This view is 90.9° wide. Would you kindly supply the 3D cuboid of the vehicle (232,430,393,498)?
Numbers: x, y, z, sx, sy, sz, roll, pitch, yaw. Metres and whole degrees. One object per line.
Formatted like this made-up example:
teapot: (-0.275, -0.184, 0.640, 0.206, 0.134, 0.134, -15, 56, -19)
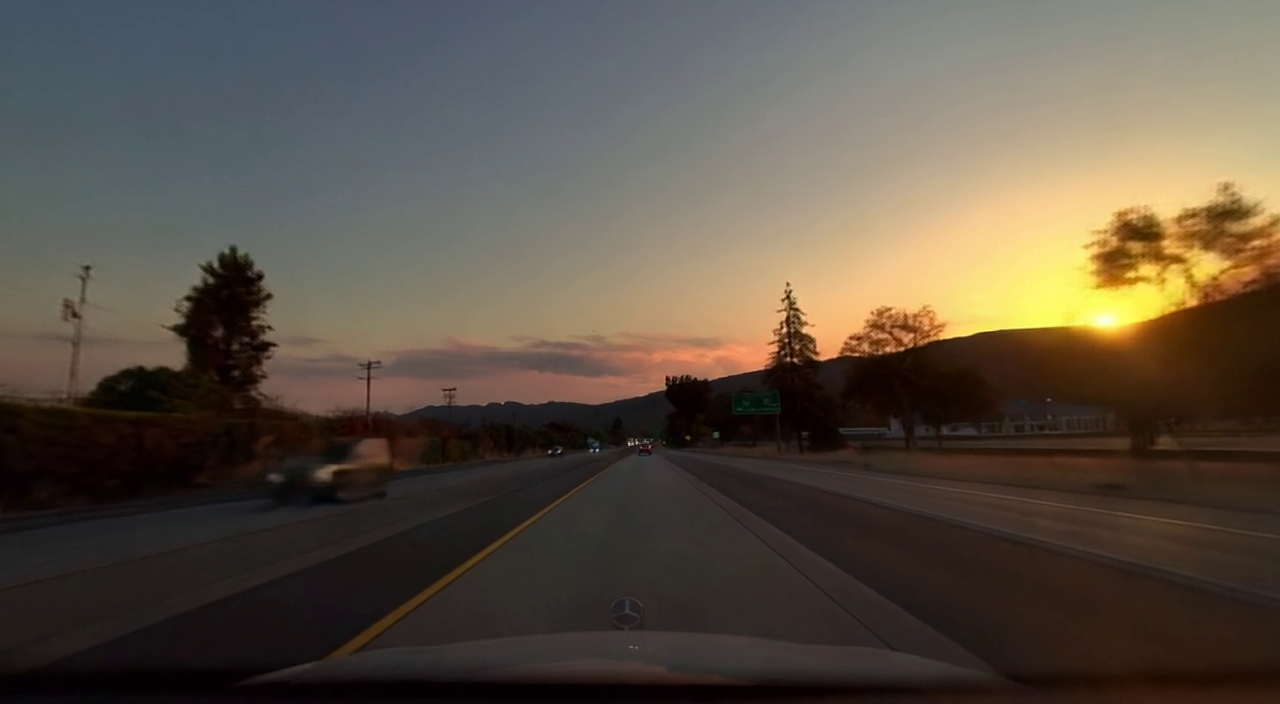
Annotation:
vehicle: (-10.320, 3.572, 20.582, 2.132, 1.866, 5.680, 0, -8, 1)
